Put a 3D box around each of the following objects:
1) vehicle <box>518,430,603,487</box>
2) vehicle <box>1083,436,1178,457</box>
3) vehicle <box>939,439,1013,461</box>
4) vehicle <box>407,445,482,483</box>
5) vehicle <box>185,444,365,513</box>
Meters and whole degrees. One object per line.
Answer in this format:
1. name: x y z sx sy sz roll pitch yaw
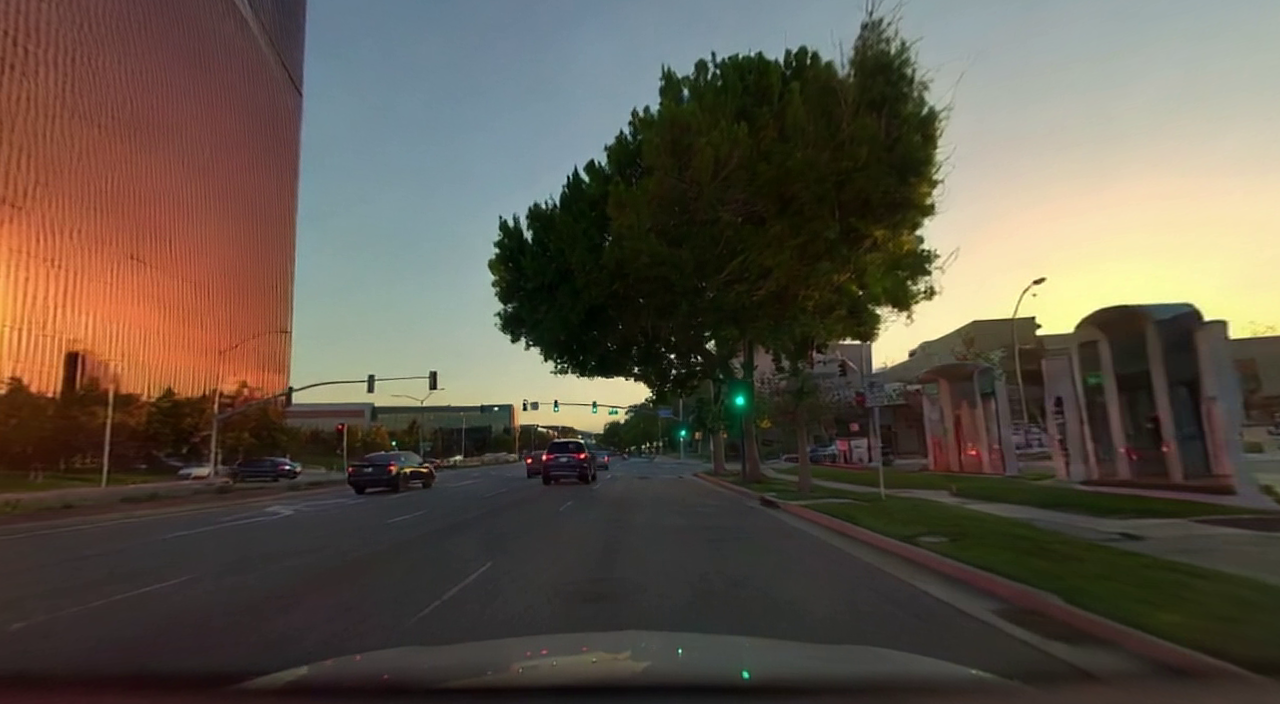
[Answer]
1. vehicle: -3.169 4.460 26.729 2.602 2.091 6.347 -1 -8 2
2. vehicle: 34.983 6.751 45.102 4.849 1.399 2.057 -1 -9 17
3. vehicle: 25.658 7.485 48.298 4.700 1.579 1.823 -4 -9 19
4. vehicle: -9.102 5.229 29.809 2.068 1.659 4.509 0 -8 1
5. vehicle: -9.431 3.264 16.885 1.965 1.541 4.718 0 -8 1
